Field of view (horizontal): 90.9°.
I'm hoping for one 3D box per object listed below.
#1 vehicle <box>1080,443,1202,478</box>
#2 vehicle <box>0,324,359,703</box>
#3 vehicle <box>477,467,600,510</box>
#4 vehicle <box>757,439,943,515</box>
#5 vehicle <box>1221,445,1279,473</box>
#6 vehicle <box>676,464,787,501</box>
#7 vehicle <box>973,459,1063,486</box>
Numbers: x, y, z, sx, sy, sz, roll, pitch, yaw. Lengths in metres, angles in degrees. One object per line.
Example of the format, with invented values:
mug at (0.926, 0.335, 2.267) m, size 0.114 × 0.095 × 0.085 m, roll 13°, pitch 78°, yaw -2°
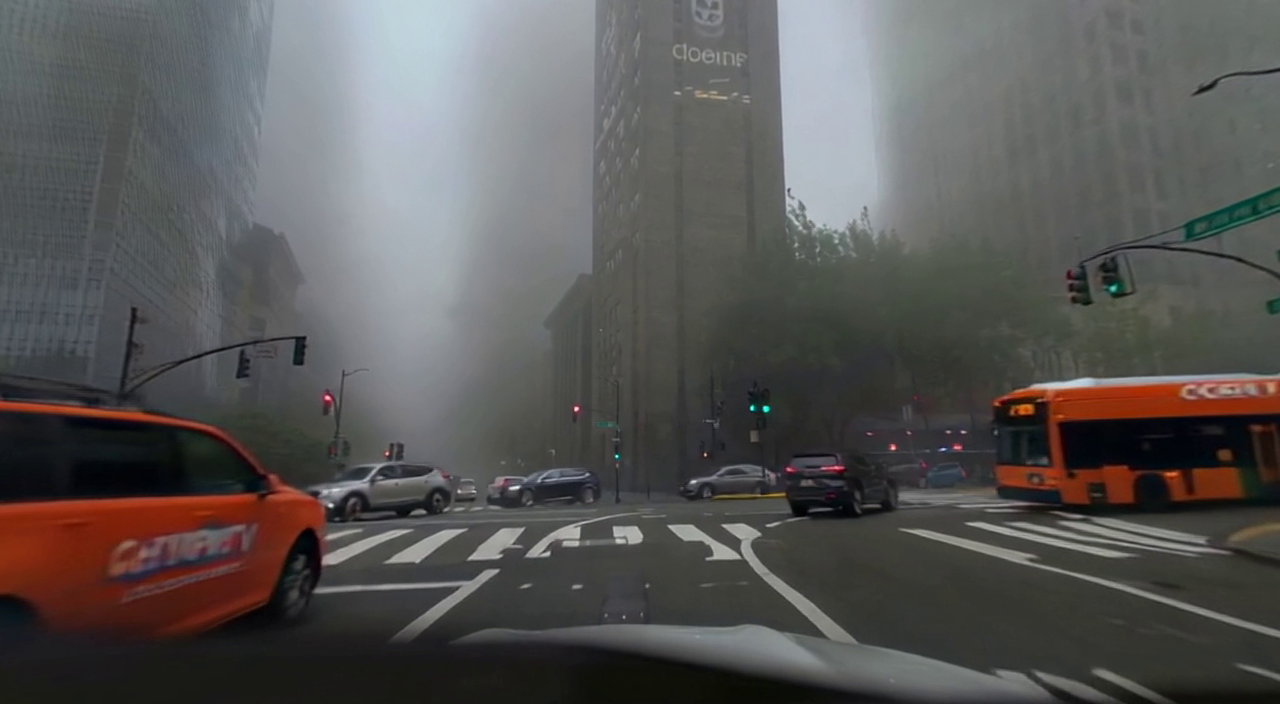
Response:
vehicle at (24.527, 5.297, 30.984) m, size 4.291 × 1.606 × 1.859 m, roll 0°, pitch -9°, yaw 0°
vehicle at (-3.526, 0.877, 2.839) m, size 2.316 × 1.769 × 4.871 m, roll 0°, pitch -9°, yaw -1°
vehicle at (-4.171, 5.636, 26.380) m, size 4.766 × 1.502 × 1.891 m, roll 6°, pitch -11°, yaw -37°
vehicle at (5.811, 3.275, 17.197) m, size 5.072 × 1.746 × 2.328 m, roll 6°, pitch -11°, yaw -38°
vehicle at (39.742, 6.687, 39.582) m, size 4.502 × 1.696 × 1.884 m, roll 0°, pitch -9°, yaw 1°
vehicle at (3.931, 5.647, 27.476) m, size 4.371 × 1.439 × 1.818 m, roll 1°, pitch -9°, yaw -11°
vehicle at (23.639, 7.556, 39.512) m, size 4.418 × 1.556 × 1.814 m, roll 0°, pitch -9°, yaw 0°
